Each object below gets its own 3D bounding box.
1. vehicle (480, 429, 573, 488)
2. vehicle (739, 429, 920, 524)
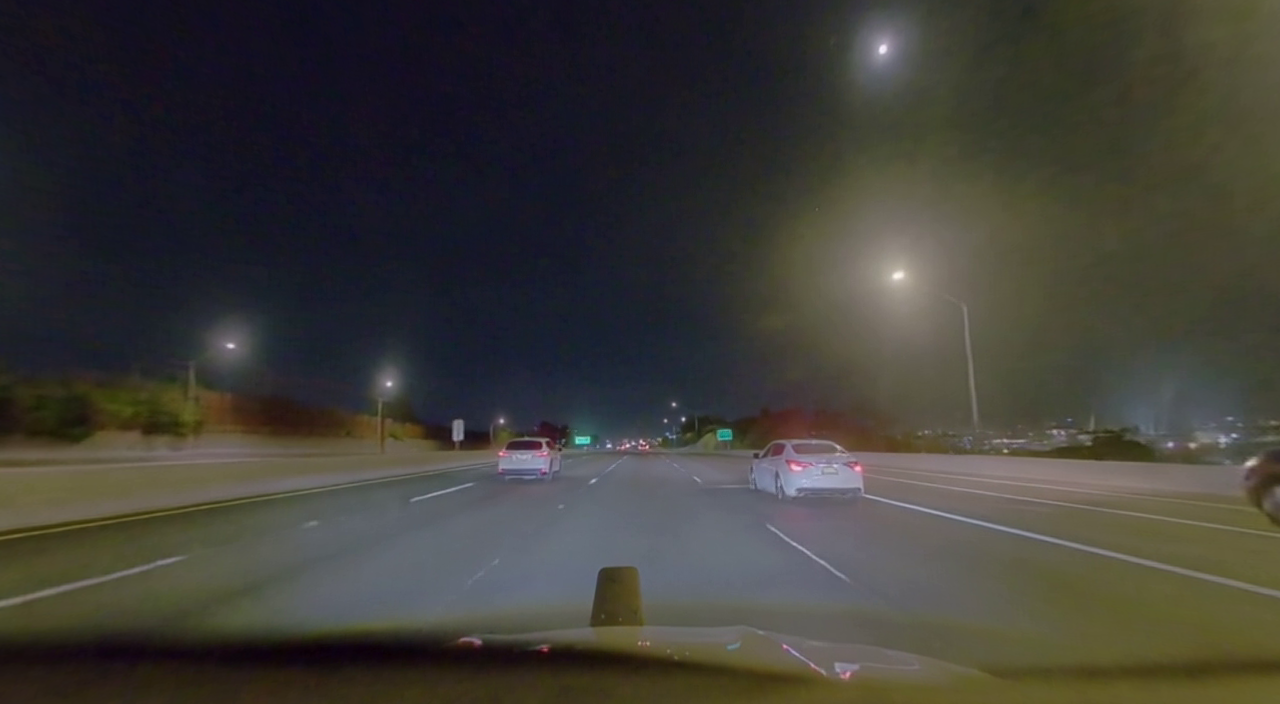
[{"bbox_3d":[-3.642,3.536,21.217,2.193,1.746,4.512,0,-9,1],"label":"vehicle"},{"bbox_3d":[3.516,2.427,12.940,2.107,1.550,4.949,0,-9,-1],"label":"vehicle"}]
